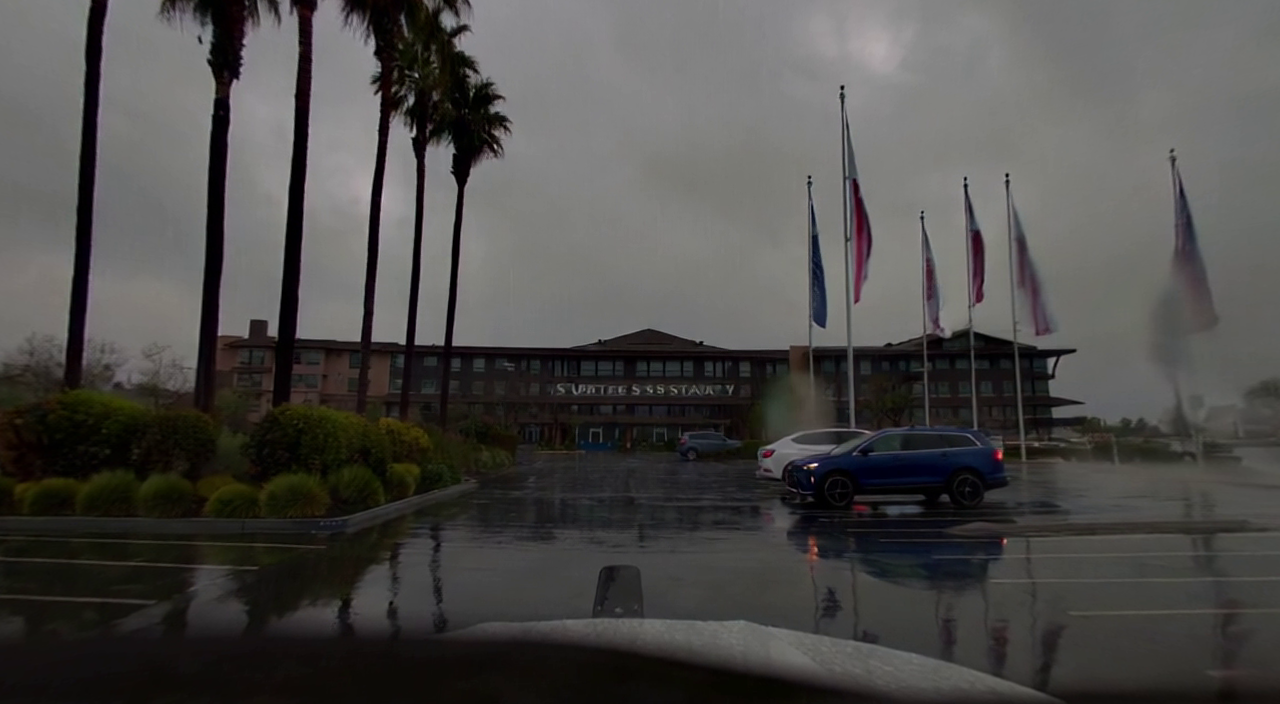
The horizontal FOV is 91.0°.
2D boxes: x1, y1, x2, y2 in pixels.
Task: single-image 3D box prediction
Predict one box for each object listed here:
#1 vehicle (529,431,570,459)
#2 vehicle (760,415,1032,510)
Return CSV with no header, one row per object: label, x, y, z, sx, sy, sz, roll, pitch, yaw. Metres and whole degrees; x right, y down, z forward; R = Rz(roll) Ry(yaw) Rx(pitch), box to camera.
vehicle,-6.629,6.821,46.323,1.943,1.890,4.472,-3,-8,5
vehicle,4.878,2.176,12.566,4.567,1.723,1.926,0,-8,0
